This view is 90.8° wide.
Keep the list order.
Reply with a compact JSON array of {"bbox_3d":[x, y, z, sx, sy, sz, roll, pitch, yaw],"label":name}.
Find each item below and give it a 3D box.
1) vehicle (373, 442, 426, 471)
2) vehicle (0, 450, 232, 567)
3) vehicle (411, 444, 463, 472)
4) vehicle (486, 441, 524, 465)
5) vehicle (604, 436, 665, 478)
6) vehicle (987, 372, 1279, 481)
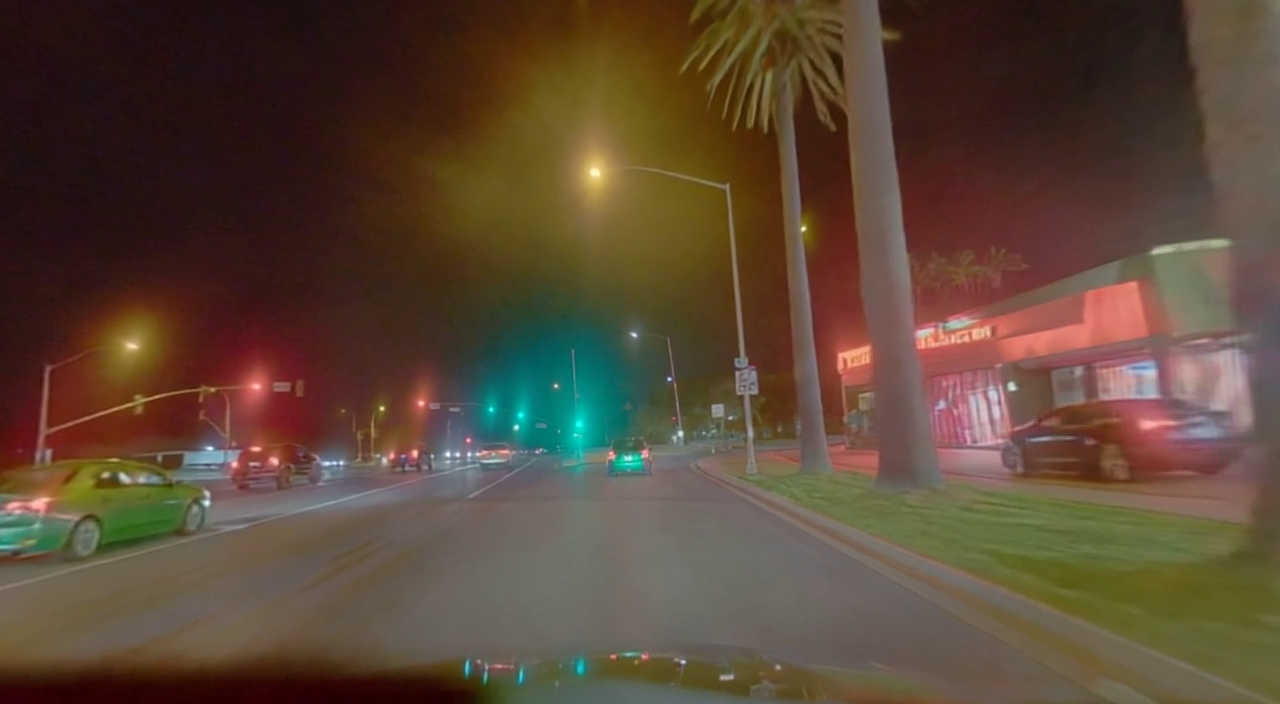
[{"bbox_3d":[-15.395,6.709,40.717,2.020,1.709,4.343,0,-8,-5],"label":"vehicle"},{"bbox_3d":[-9.114,2.369,10.415,1.958,1.455,4.504,0,-8,-3],"label":"vehicle"},{"bbox_3d":[-11.610,6.091,36.495,1.905,1.482,4.463,0,-8,-5],"label":"vehicle"},{"bbox_3d":[-9.100,6.846,42.885,1.912,1.487,4.471,0,-8,-5],"label":"vehicle"},{"bbox_3d":[-0.128,4.144,25.116,2.070,1.493,4.570,-1,-8,4],"label":"vehicle"},{"bbox_3d":[9.167,1.481,12.123,1.911,1.658,4.703,1,-8,-7],"label":"vehicle"}]
